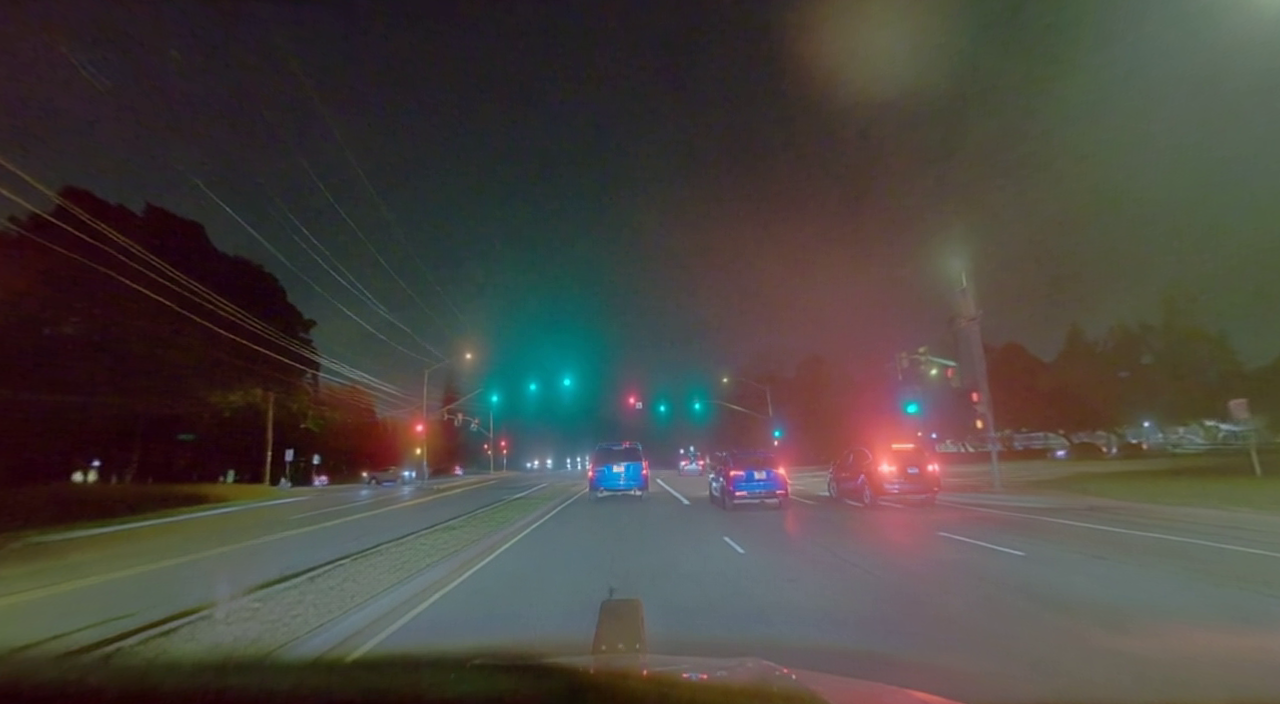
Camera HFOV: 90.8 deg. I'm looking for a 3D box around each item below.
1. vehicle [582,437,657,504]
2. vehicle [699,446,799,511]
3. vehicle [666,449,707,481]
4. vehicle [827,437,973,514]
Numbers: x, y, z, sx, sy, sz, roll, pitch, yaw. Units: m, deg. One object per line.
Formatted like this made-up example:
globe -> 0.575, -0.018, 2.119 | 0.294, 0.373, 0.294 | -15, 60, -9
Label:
vehicle -> -0.660, 3.881, 21.129 | 2.231, 1.998, 4.254 | 0, -9, -1
vehicle -> 2.944, 3.510, 18.090 | 1.880, 1.579, 4.401 | 0, -9, -2
vehicle -> 2.660, 6.548, 36.956 | 1.915, 1.765, 4.047 | 0, -9, -2
vehicle -> 6.687, 3.190, 16.883 | 1.929, 1.753, 4.396 | 0, -9, -1
